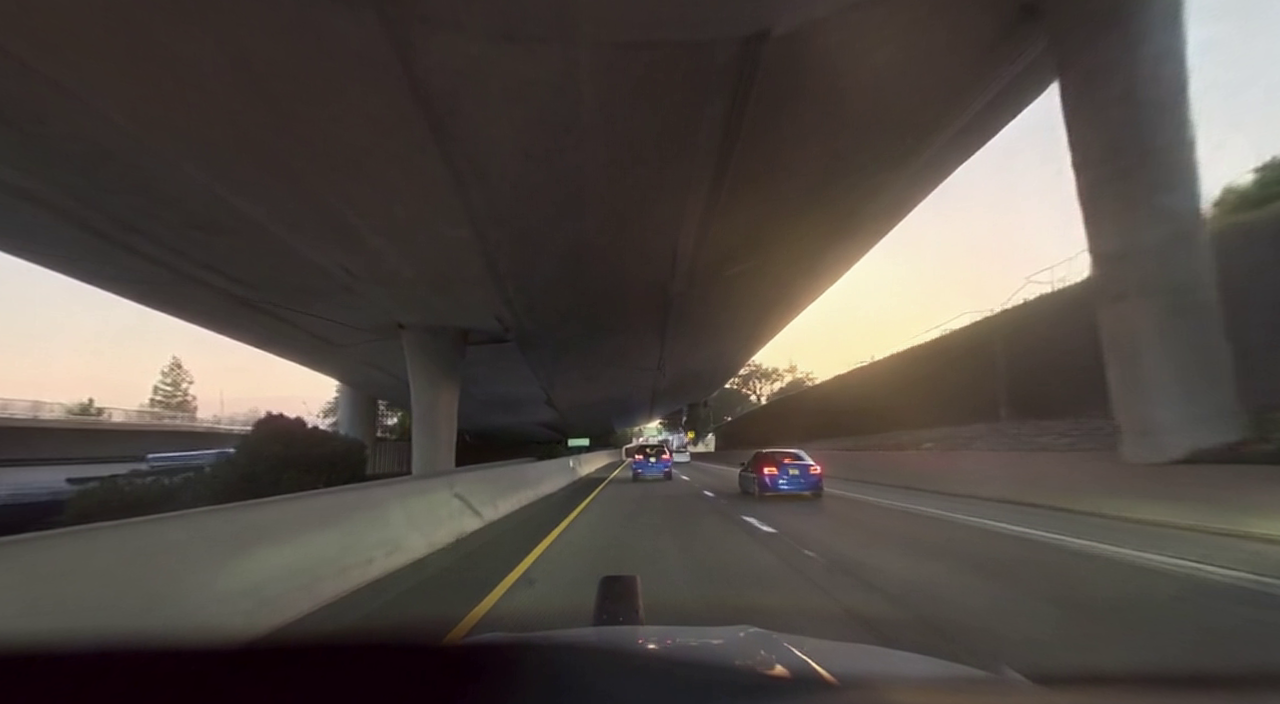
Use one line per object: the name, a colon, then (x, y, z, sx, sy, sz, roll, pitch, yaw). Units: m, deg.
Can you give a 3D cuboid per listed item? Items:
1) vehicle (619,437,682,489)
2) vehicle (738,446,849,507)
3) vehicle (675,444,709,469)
vehicle: (0.359, 4.346, 24.968, 2.264, 1.841, 4.583, 0, -9, -1)
vehicle: (4.189, 3.449, 17.934, 2.047, 1.500, 4.017, 0, -9, -2)
vehicle: (3.716, 7.602, 45.765, 2.047, 1.700, 4.069, 0, -9, -1)
